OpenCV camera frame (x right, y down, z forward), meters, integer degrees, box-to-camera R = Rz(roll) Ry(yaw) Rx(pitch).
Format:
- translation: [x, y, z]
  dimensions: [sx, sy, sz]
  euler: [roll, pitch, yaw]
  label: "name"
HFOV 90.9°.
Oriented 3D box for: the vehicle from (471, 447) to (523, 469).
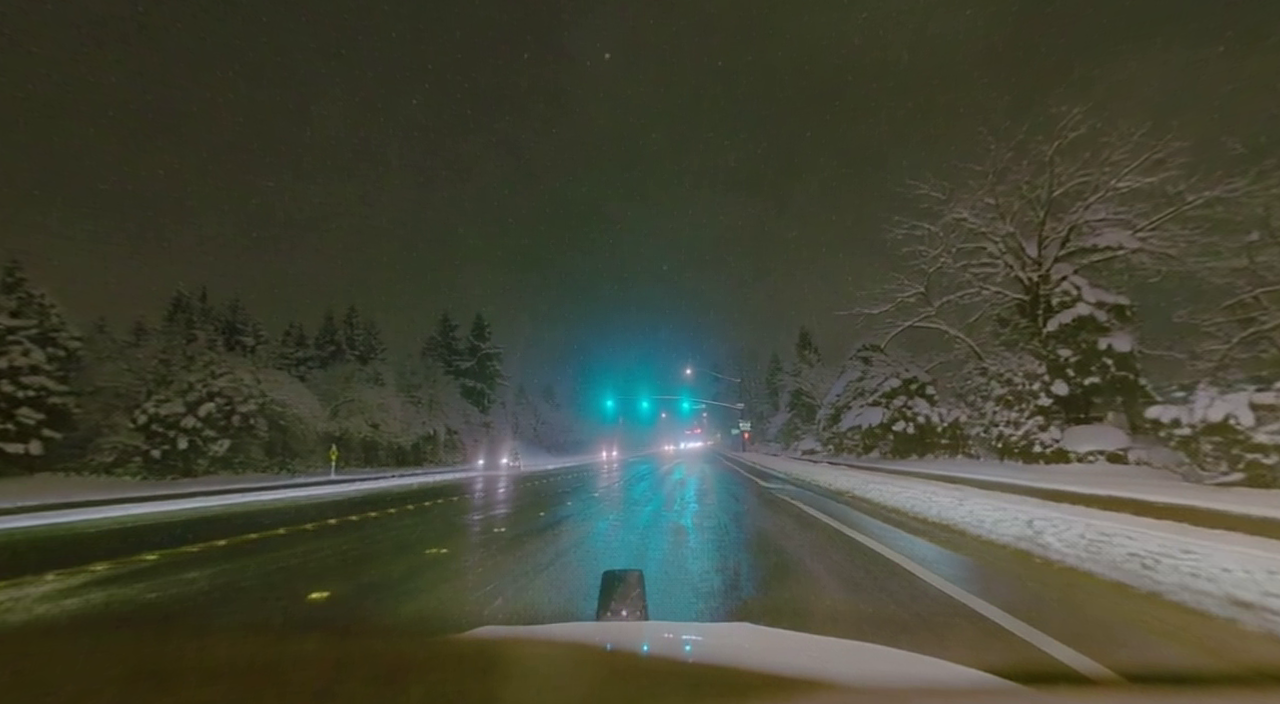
- translation: [-10.002, 7.453, 44.459]
  dimensions: [2.240, 1.452, 4.518]
  euler: [-1, -8, 6]
  label: "vehicle"
